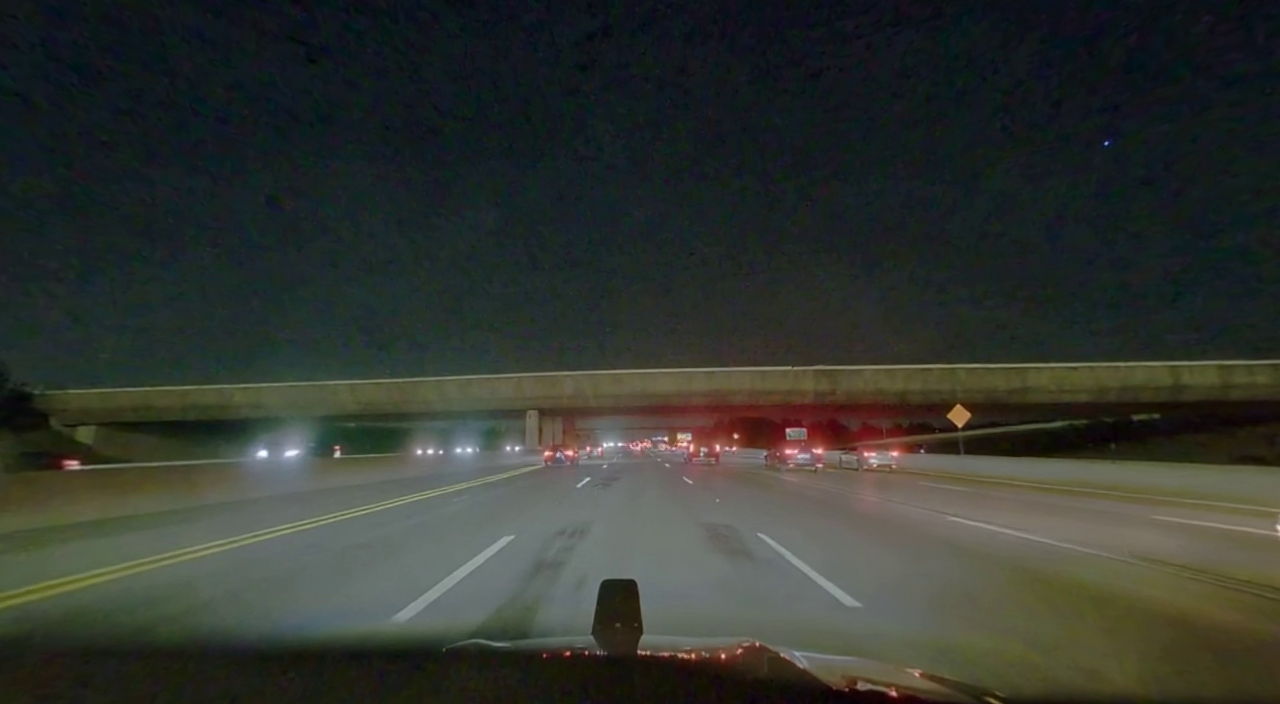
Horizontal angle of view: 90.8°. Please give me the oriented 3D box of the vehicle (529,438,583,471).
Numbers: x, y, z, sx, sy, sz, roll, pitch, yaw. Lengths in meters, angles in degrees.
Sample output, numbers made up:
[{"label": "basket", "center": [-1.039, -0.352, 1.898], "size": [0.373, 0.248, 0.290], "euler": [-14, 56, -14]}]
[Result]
[{"label": "vehicle", "center": [-4.056, 5.042, 31.171], "size": [1.997, 1.476, 4.703], "euler": [0, -8, 1]}]

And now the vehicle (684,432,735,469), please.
[{"label": "vehicle", "center": [3.557, 5.133, 32.952], "size": [2.072, 1.761, 4.242], "euler": [0, -8, -1]}]

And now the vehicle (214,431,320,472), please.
[{"label": "vehicle", "center": [-16.150, 4.344, 27.652], "size": [2.067, 1.626, 4.437], "euler": [0, -8, -2]}]

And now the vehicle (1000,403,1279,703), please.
[{"label": "vehicle", "center": [3.490, 0.898, 2.155], "size": [1.989, 1.472, 4.322], "euler": [0, -8, 1]}]
